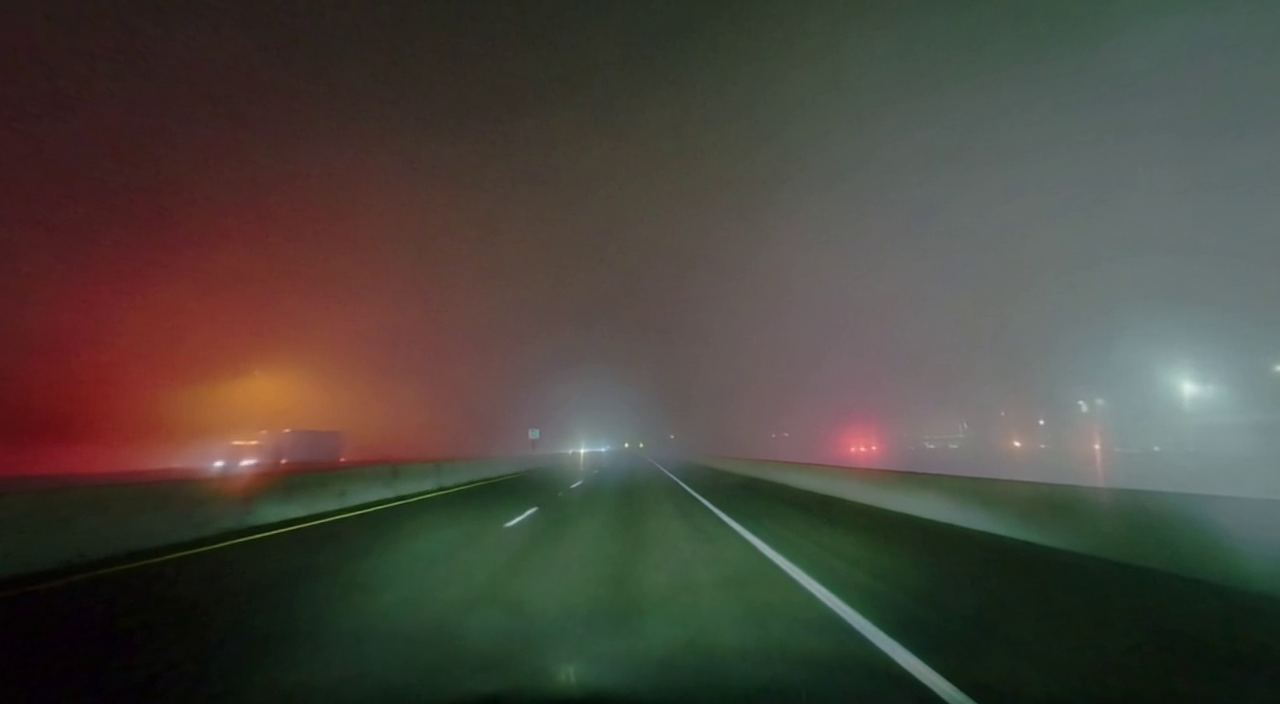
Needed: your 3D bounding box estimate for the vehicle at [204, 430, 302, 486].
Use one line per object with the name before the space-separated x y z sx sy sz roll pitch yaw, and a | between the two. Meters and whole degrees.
vehicle | -25.628 7.066 42.017 2.844 3.341 7.695 1 -9 -11
